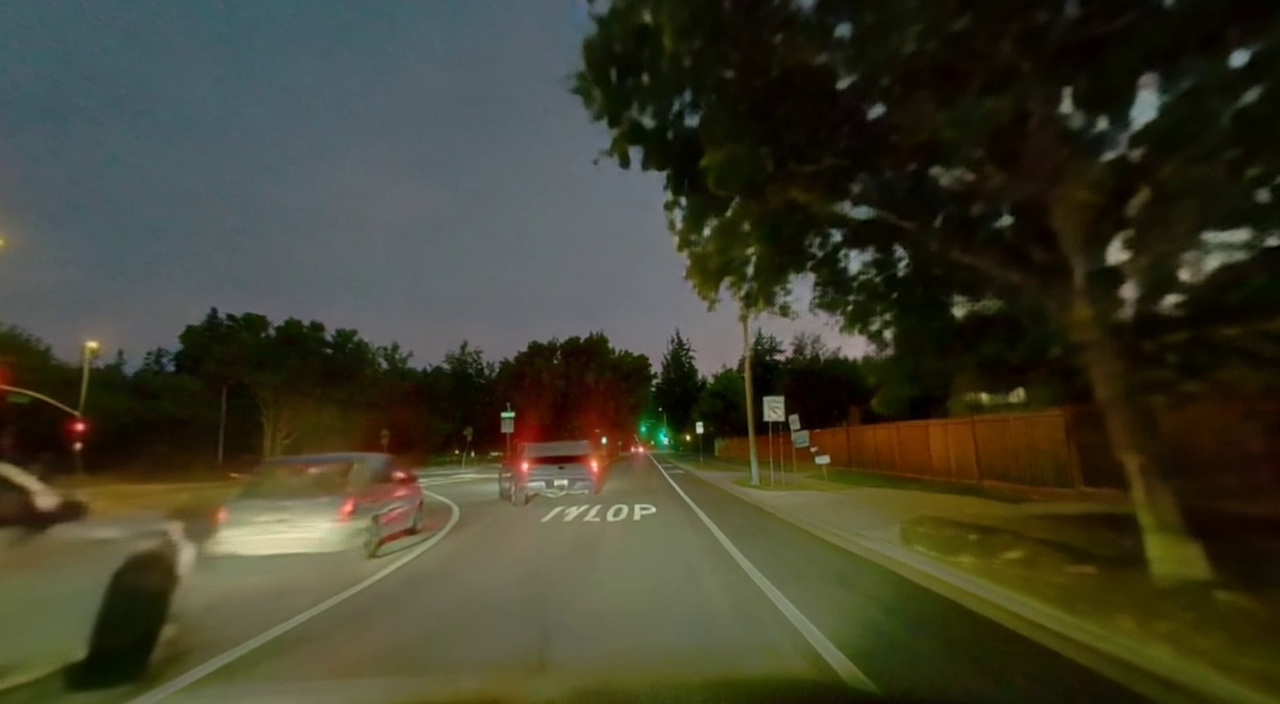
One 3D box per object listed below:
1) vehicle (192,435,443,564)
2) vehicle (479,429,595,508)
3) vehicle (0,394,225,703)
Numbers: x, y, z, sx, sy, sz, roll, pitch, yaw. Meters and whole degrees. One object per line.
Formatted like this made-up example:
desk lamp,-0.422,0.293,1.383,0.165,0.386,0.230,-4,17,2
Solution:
vehicle,-4.837,2.218,10.476,2.151,1.578,5.036,1,-9,-8
vehicle,-2.714,2.824,15.712,2.290,1.653,4.127,2,-9,-17
vehicle,-3.762,0.925,2.411,1.986,1.561,3.805,1,-9,-6
